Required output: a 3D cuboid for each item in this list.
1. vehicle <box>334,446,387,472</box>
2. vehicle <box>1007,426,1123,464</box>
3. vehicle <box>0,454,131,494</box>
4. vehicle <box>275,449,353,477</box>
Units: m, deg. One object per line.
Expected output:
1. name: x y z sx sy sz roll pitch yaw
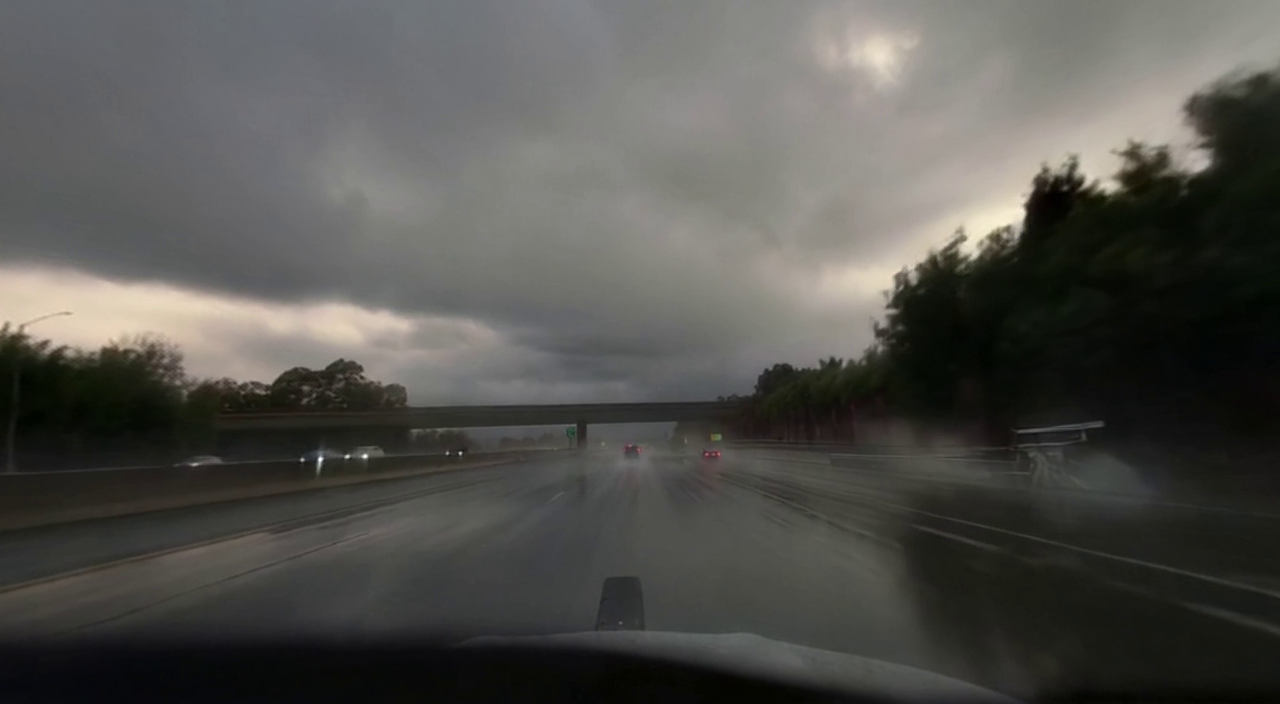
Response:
1. vehicle: -19.673 7.504 44.718 2.048 1.713 4.709 1 -9 -7
2. vehicle: 18.565 4.123 27.901 1.916 1.508 4.485 0 -9 -2
3. vehicle: -24.099 5.049 26.530 1.902 1.452 4.441 0 -9 -3
4. vehicle: -18.656 6.339 36.436 2.035 1.485 4.729 0 -9 -1
